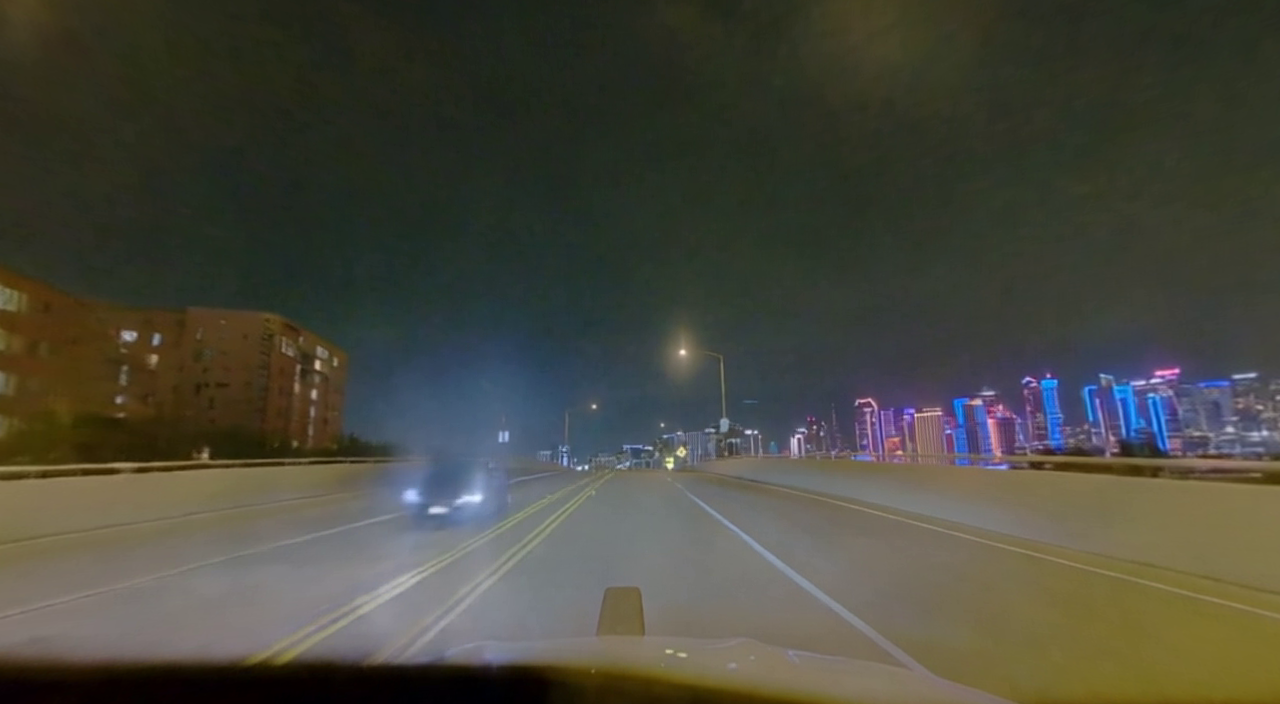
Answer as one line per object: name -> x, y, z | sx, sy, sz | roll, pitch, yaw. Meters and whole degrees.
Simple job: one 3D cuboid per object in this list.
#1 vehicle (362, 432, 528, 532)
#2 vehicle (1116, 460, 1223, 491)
vehicle -> -3.868, 2.651, 13.493 | 2.096, 1.743, 4.420 | 0, -9, 0
vehicle -> 27.712, 6.485, 33.159 | 3.924, 1.457, 1.716 | 0, -15, -2
